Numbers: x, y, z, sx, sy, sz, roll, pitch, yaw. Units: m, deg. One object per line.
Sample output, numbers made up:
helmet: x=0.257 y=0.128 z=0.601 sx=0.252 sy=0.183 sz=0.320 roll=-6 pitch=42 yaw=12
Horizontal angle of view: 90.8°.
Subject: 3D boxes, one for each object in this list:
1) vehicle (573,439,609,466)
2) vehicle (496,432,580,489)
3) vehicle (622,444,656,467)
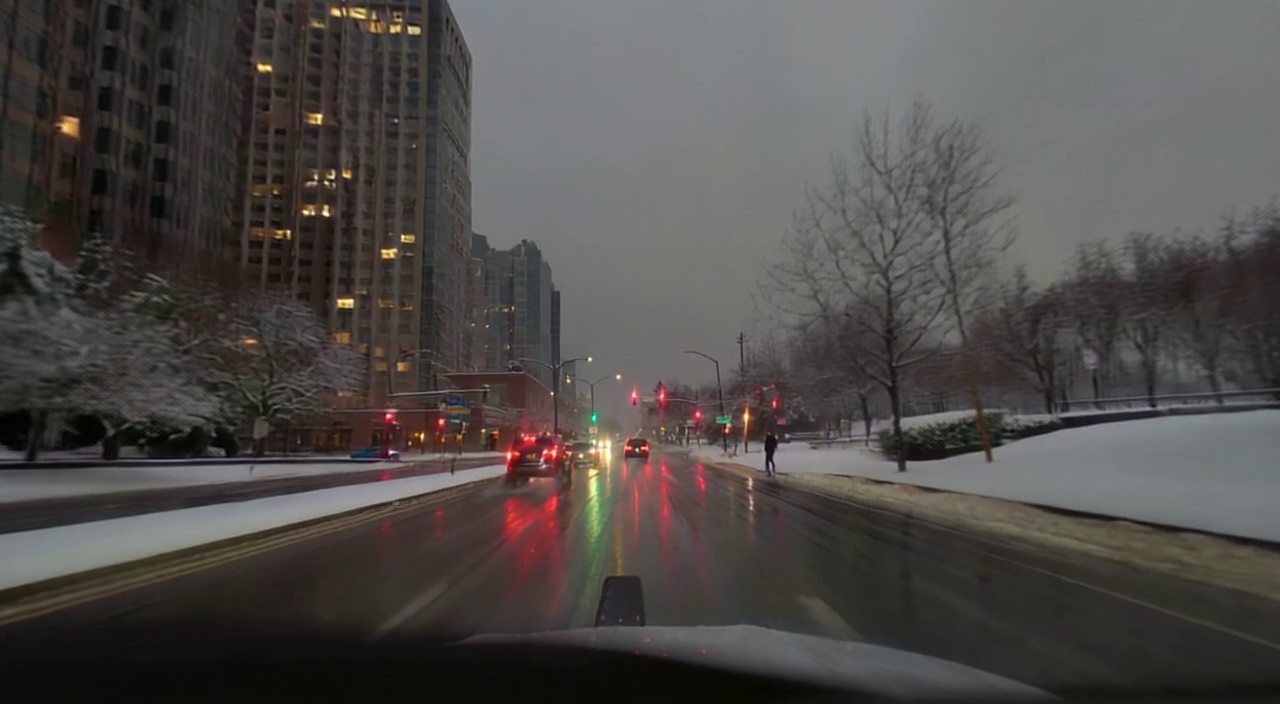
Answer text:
vehicle: x=-3.451 y=7.174 z=45.175 sx=2.152 sy=1.802 sz=4.628 roll=0 pitch=-9 yaw=0
vehicle: x=-3.340 y=3.679 z=21.633 sx=2.116 sy=1.725 sz=4.315 roll=0 pitch=-9 yaw=1
vehicle: x=-0.064 y=6.711 z=41.086 sx=2.095 sy=1.438 sz=3.843 roll=0 pitch=-9 yaw=0
